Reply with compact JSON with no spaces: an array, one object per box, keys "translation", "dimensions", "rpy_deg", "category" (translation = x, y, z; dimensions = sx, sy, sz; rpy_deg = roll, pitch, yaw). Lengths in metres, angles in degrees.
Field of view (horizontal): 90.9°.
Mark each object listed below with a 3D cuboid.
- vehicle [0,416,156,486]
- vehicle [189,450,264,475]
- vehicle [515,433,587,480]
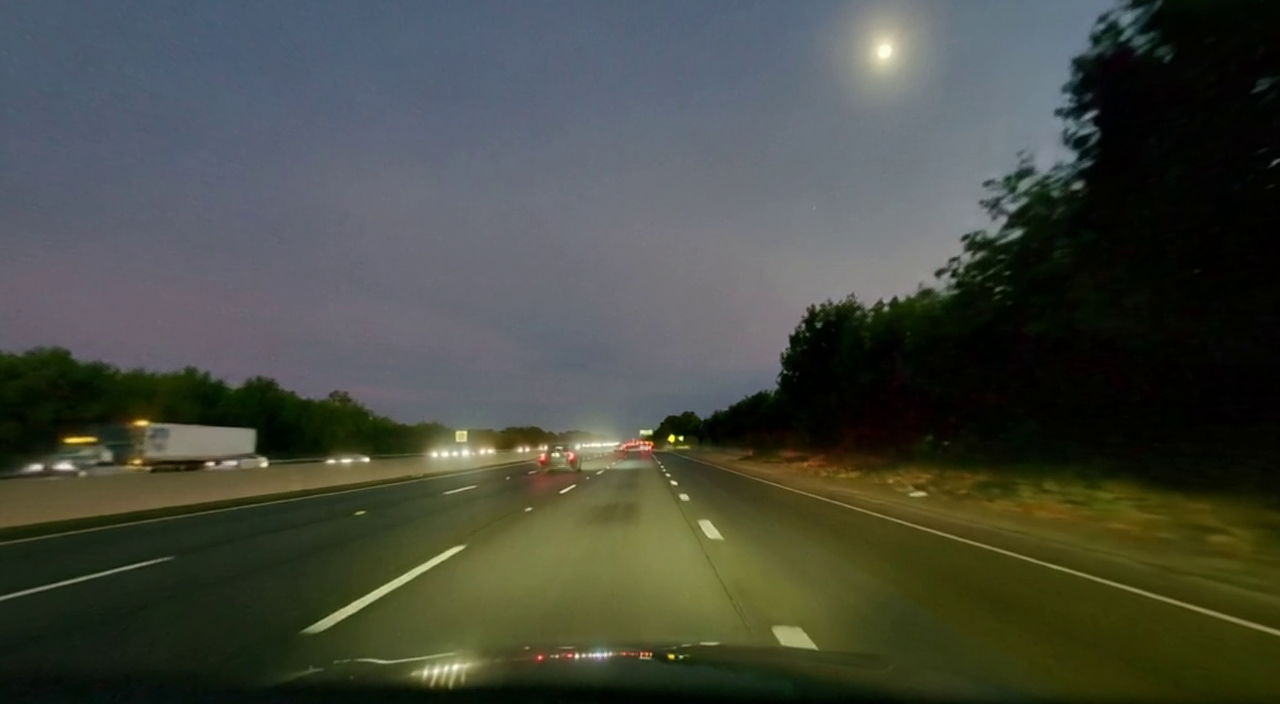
[{"translation":[-36.799,6.450,41.388],"dimensions":[3.062,4.079,8.458],"rpy_deg":[0,-9,1],"category":"vehicle"},{"translation":[-32.487,8.685,49.796],"dimensions":[1.980,1.761,5.670],"rpy_deg":[0,-9,1],"category":"vehicle"},{"translation":[-3.692,4.442,27.106],"dimensions":[2.283,1.802,4.810],"rpy_deg":[0,-9,1],"category":"vehicle"}]
